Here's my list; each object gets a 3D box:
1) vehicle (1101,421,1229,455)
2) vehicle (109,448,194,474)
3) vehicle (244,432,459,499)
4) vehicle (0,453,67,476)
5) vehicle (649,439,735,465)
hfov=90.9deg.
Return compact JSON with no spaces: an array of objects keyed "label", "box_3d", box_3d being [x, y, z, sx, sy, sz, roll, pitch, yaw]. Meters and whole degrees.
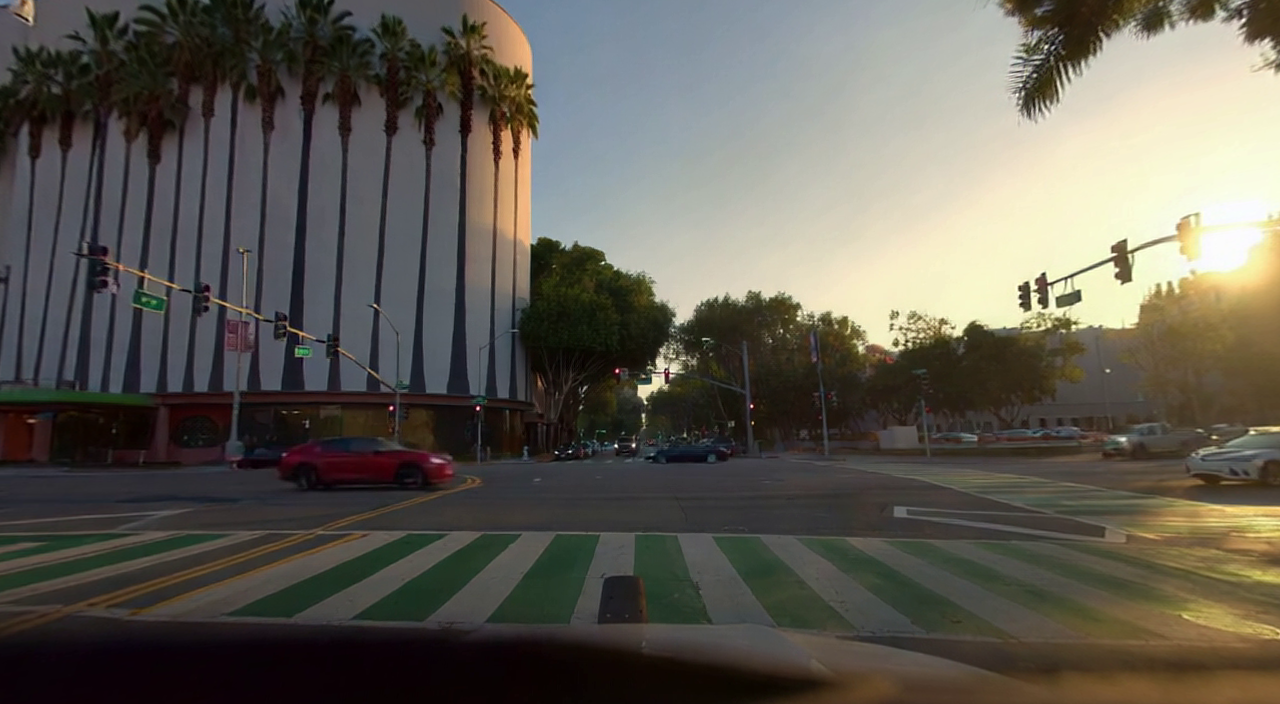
[{"label":"vehicle","box_3d":[30.588,5.049,36.839,5.477,1.880,2.125,0,-8,1]},{"label":"vehicle","box_3d":[-33.076,7.395,42.765,4.136,1.661,1.857,0,-8,0]},{"label":"vehicle","box_3d":[-7.703,3.061,17.164,4.875,1.669,1.953,-1,-8,3]},{"label":"vehicle","box_3d":[-41.680,7.612,42.784,3.698,1.508,1.779,0,-8,1]},{"label":"vehicle","box_3d":[2.962,5.842,36.819,4.893,1.458,1.791,0,-8,1]}]
